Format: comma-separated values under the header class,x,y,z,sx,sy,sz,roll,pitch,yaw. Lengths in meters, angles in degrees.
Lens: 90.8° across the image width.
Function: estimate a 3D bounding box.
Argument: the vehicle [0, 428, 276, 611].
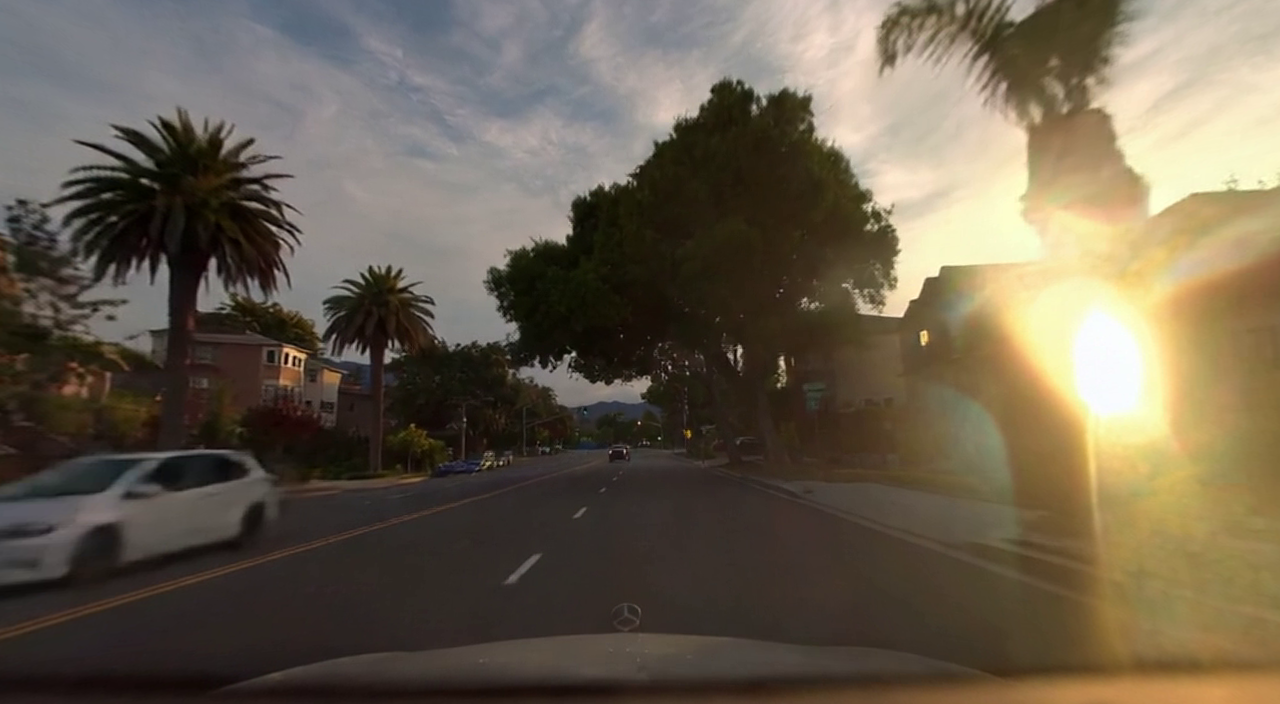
class,x,y,z,sx,sy,sz,roll,pitch,yaw
vehicle,-7.326,1.992,8.543,1.992,1.802,4.602,0,-8,1
